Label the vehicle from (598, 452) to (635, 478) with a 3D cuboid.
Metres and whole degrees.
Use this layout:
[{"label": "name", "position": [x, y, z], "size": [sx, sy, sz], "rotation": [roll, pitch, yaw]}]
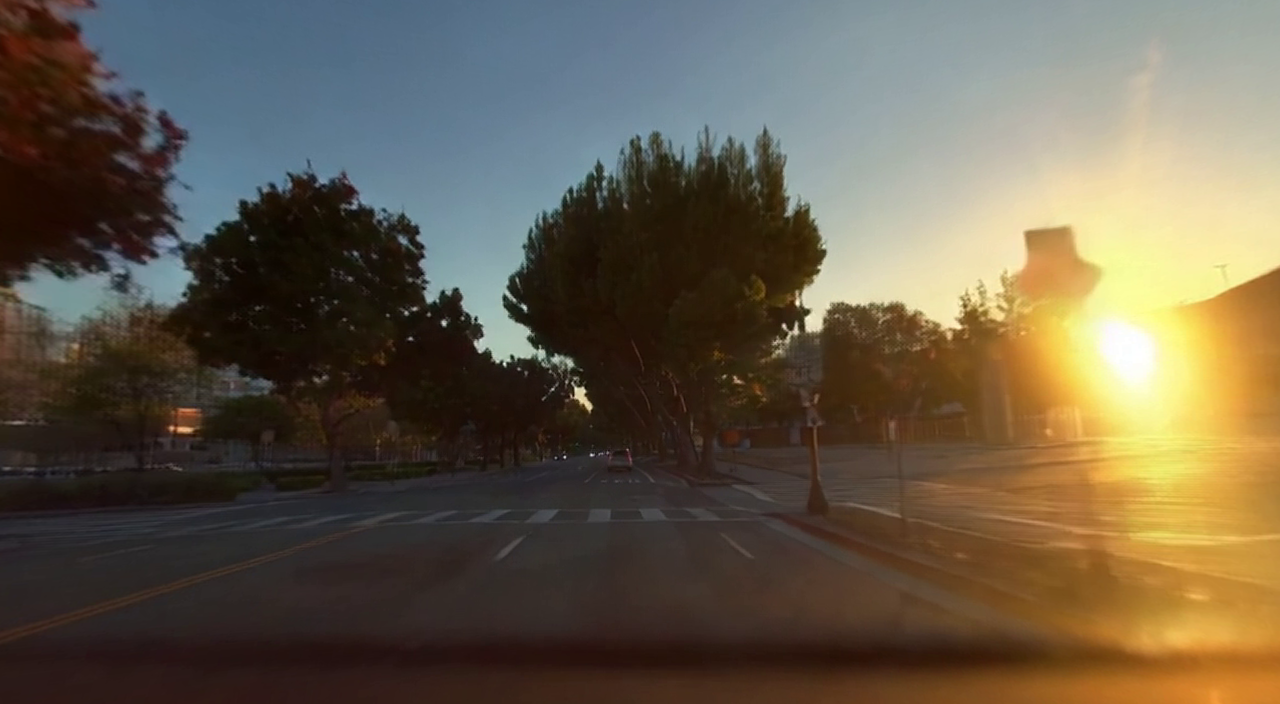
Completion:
[{"label": "vehicle", "position": [-1.408, 6.918, 38.811], "size": [2.131, 1.474, 4.146], "rotation": [0, -9, -2]}]
